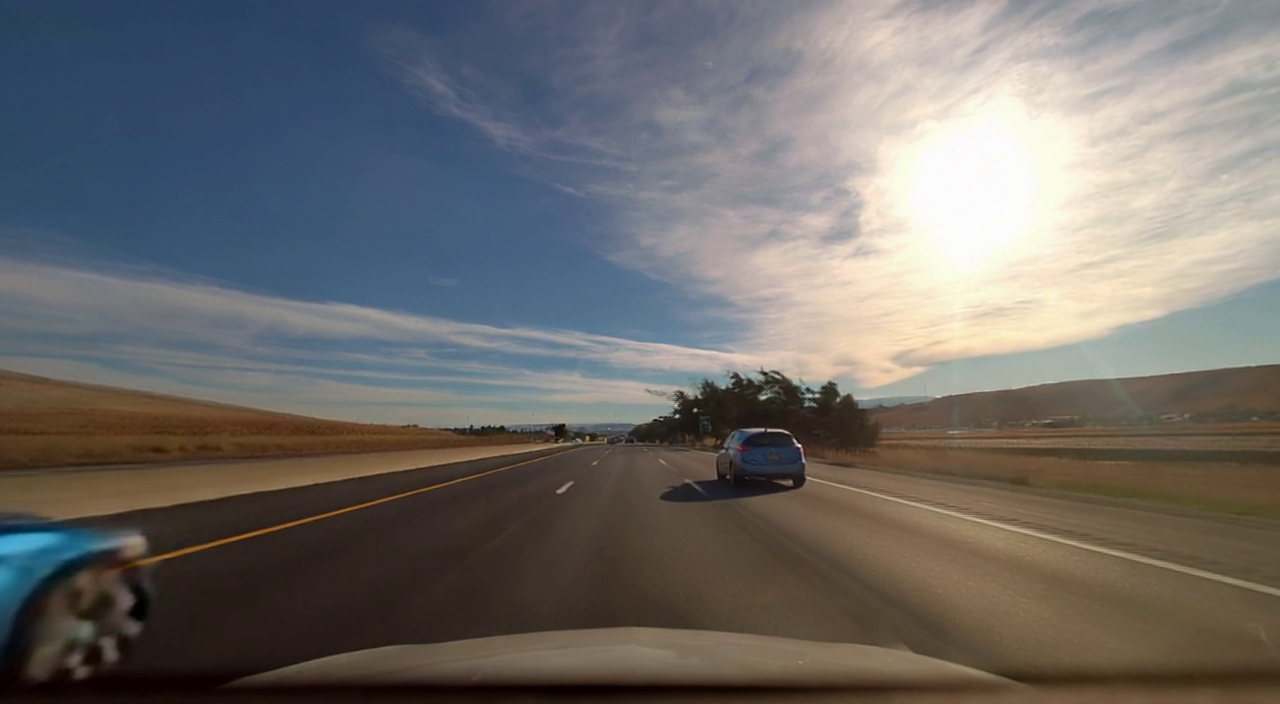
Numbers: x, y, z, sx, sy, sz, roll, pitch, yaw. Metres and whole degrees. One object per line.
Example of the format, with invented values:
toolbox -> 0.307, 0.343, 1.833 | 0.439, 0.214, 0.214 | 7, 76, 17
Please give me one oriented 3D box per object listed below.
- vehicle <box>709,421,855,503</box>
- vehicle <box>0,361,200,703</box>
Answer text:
vehicle -> 3.129, 2.540, 14.968 | 2.349, 1.651, 4.161 | 0, -8, -2
vehicle -> -3.735, 0.701, 1.512 | 2.206, 1.604, 4.374 | 0, -8, -1
